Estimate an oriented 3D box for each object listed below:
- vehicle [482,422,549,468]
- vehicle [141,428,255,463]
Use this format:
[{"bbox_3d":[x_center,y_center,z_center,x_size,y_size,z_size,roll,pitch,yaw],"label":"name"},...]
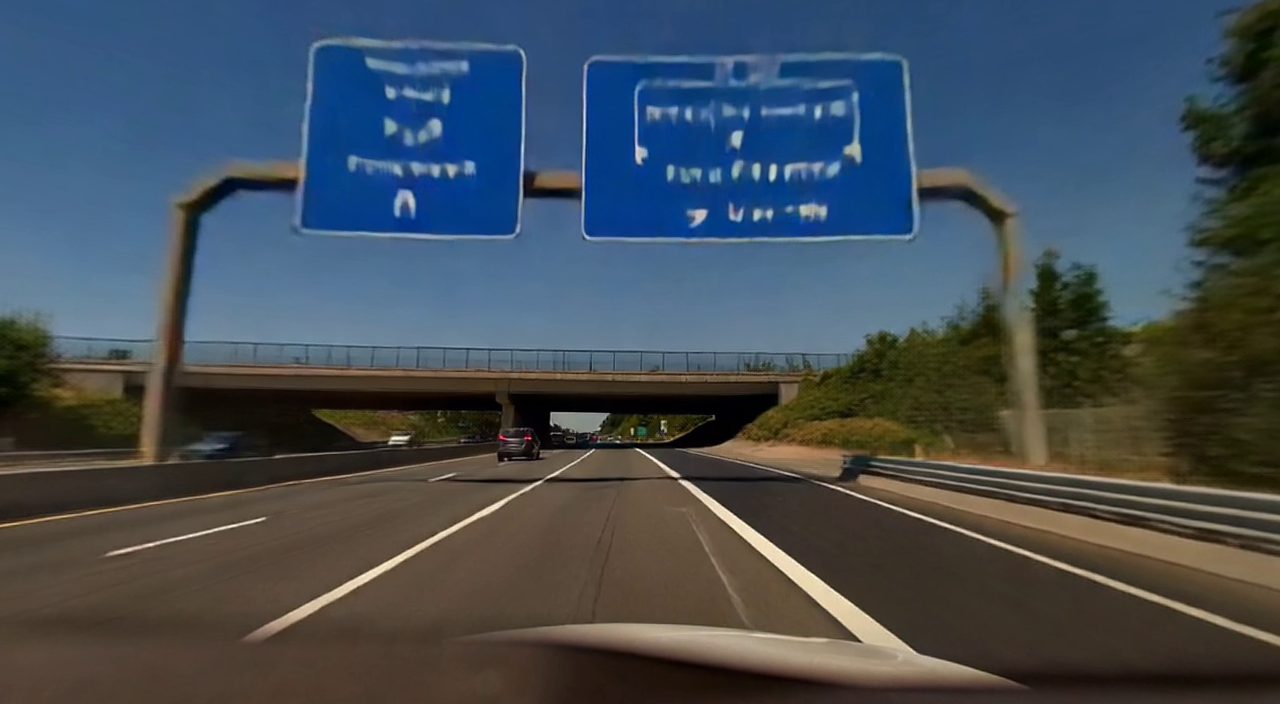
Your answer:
[{"bbox_3d":[-5.083,3.856,26.241,2.007,1.727,4.040,0,-8,-1],"label":"vehicle"},{"bbox_3d":[-20.297,4.306,29.158,2.094,1.503,4.457,0,-8,-1],"label":"vehicle"}]
